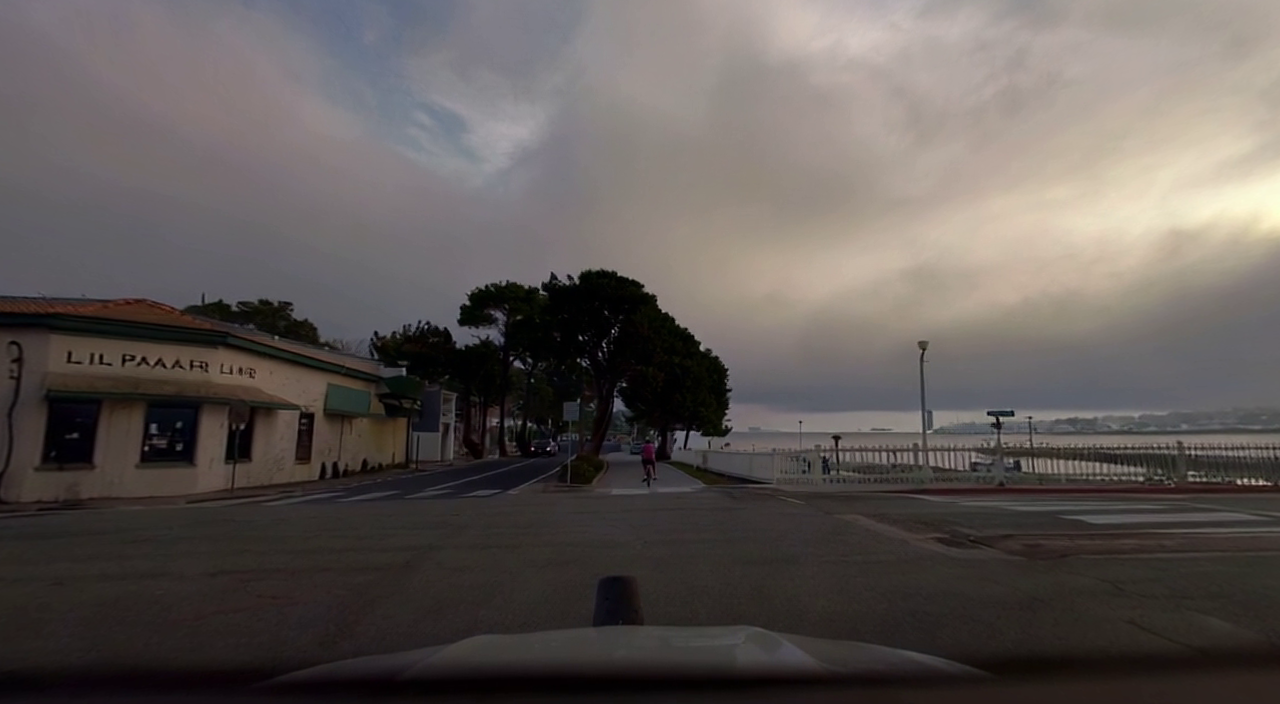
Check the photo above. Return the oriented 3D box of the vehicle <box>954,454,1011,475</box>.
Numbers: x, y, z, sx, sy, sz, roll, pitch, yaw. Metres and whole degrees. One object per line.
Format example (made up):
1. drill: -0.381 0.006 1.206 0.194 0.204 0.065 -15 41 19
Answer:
1. vehicle: 26.316 8.626 48.505 3.794 1.403 1.636 2 -8 -19
